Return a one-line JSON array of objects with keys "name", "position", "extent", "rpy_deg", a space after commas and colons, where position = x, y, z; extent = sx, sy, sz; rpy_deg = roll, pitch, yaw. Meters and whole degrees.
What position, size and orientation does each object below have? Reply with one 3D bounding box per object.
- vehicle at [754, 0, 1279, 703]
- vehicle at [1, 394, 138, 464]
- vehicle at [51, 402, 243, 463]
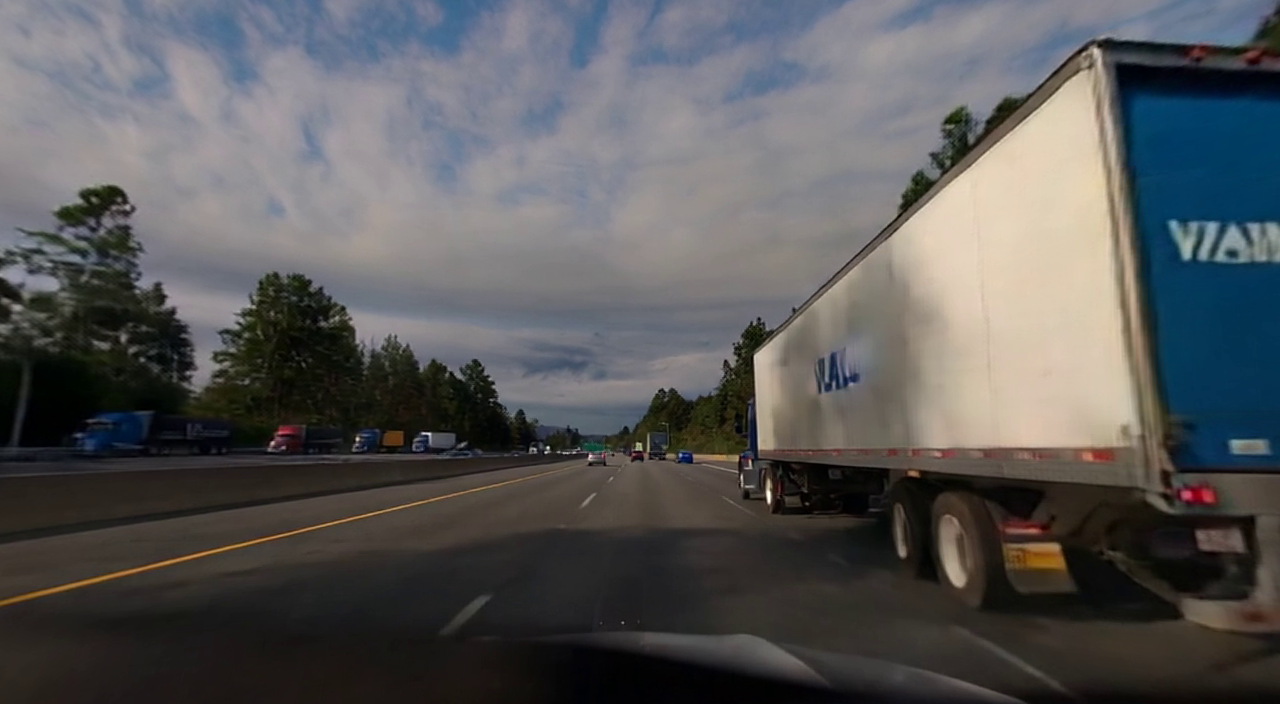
[{"name": "vehicle", "position": [4.444, 0.654, 8.770], "extent": [2.847, 4.075, 14.244], "rpy_deg": [0, -9, -1]}, {"name": "vehicle", "position": [-37.454, 5.186, 41.698], "extent": [2.960, 4.244, 5.861], "rpy_deg": [0, -9, 5]}, {"name": "vehicle", "position": [-37.060, 6.350, 48.764], "extent": [2.867, 4.022, 14.159], "rpy_deg": [0, -8, 3]}]
